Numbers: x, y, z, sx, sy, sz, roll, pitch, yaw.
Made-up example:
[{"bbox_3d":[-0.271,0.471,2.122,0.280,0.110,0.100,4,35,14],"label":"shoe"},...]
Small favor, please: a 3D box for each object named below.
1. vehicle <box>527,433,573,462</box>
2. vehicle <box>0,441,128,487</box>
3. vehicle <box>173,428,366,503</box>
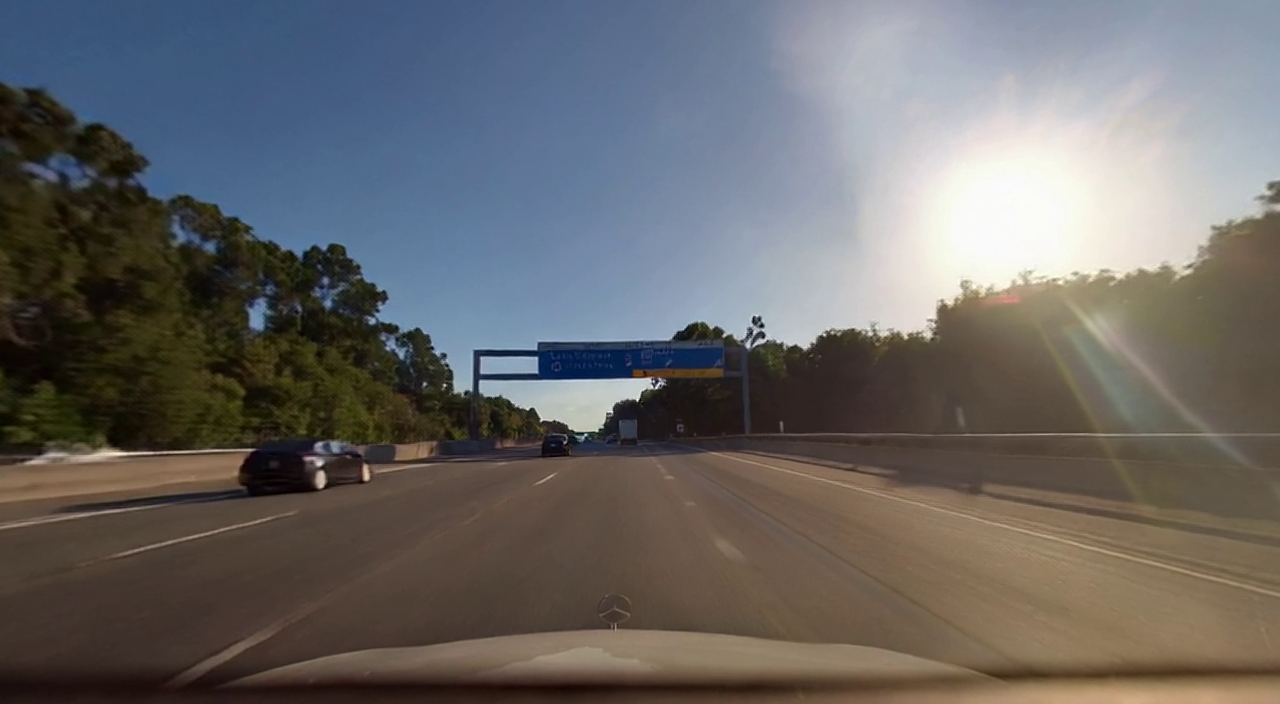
[{"bbox_3d":[-4.803,5.121,34.045,1.912,1.495,3.703,0,-7,0],"label":"vehicle"},{"bbox_3d":[-20.777,3.876,22.202,2.004,1.412,4.131,0,-7,-1],"label":"vehicle"},{"bbox_3d":[-8.343,2.550,14.770,1.973,1.470,4.270,0,-7,-1],"label":"vehicle"}]
